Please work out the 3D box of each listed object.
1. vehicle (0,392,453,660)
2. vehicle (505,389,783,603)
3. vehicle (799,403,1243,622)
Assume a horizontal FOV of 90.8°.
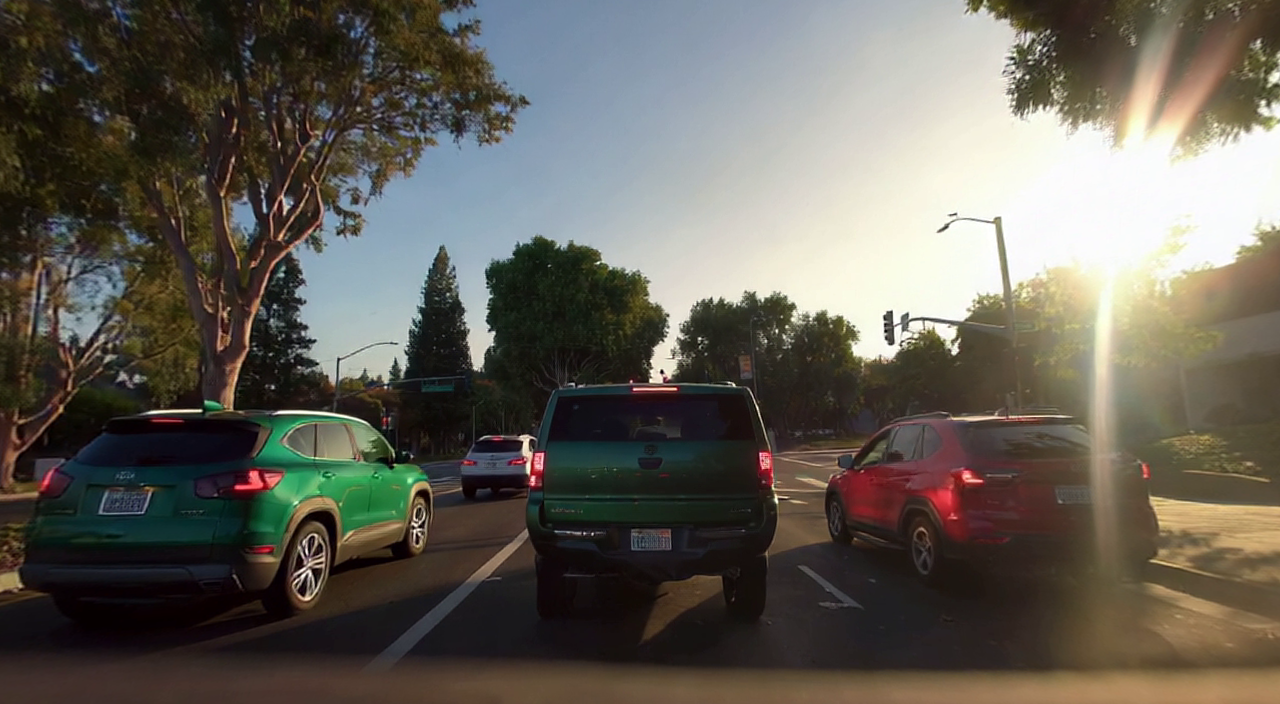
[{"bbox_3d":[-3.376,1.369,5.982,1.961,1.639,4.064,0,-9,0],"label":"vehicle"},{"bbox_3d":[0.015,1.481,7.241,2.294,1.761,3.857,0,-9,-1],"label":"vehicle"},{"bbox_3d":[3.469,1.547,7.049,2.202,1.657,4.298,0,-9,-1],"label":"vehicle"}]
